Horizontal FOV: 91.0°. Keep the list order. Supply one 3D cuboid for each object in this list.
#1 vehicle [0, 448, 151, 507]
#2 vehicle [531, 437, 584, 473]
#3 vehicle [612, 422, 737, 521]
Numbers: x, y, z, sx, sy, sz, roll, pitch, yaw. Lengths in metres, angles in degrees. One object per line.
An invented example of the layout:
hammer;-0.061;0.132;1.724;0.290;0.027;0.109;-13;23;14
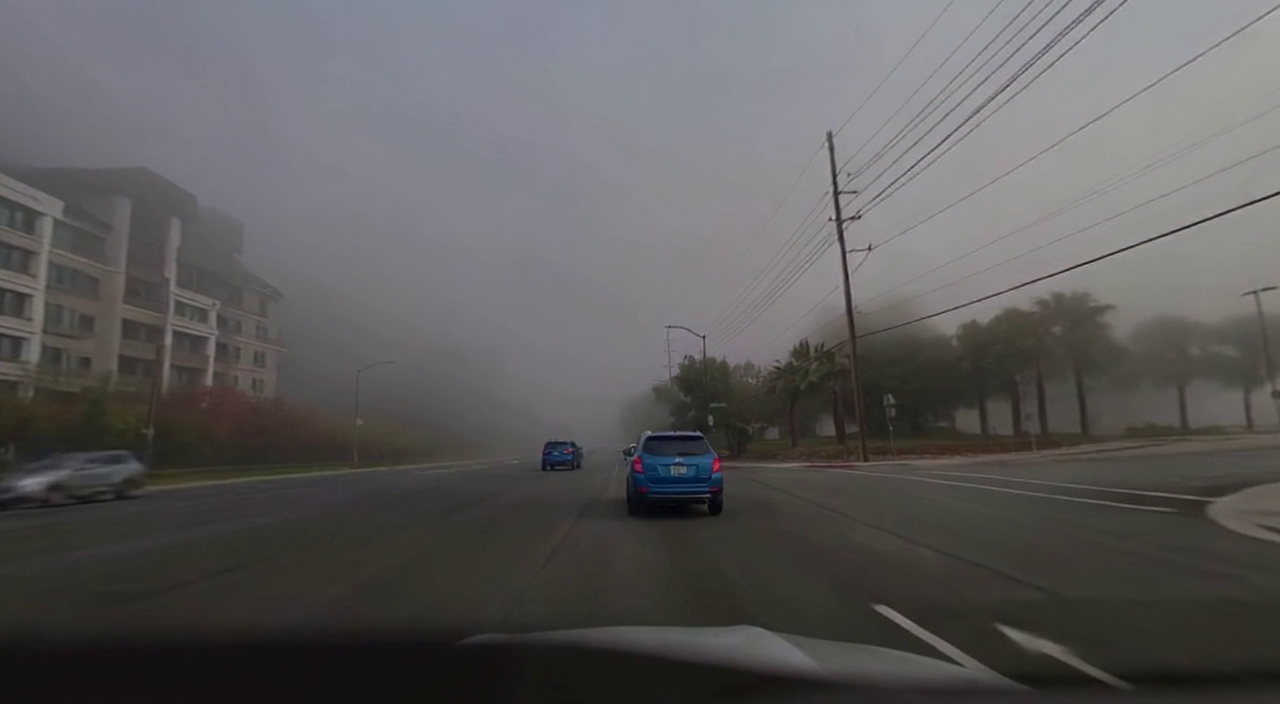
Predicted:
vehicle;-19.433;4.142;21.318;2.054;1.765;4.700;0;-9;-2
vehicle;-4.342;5.514;33.830;2.169;1.796;4.821;0;-9;0
vehicle;0.511;2.428;13.216;2.198;1.706;4.166;0;-9;-3
